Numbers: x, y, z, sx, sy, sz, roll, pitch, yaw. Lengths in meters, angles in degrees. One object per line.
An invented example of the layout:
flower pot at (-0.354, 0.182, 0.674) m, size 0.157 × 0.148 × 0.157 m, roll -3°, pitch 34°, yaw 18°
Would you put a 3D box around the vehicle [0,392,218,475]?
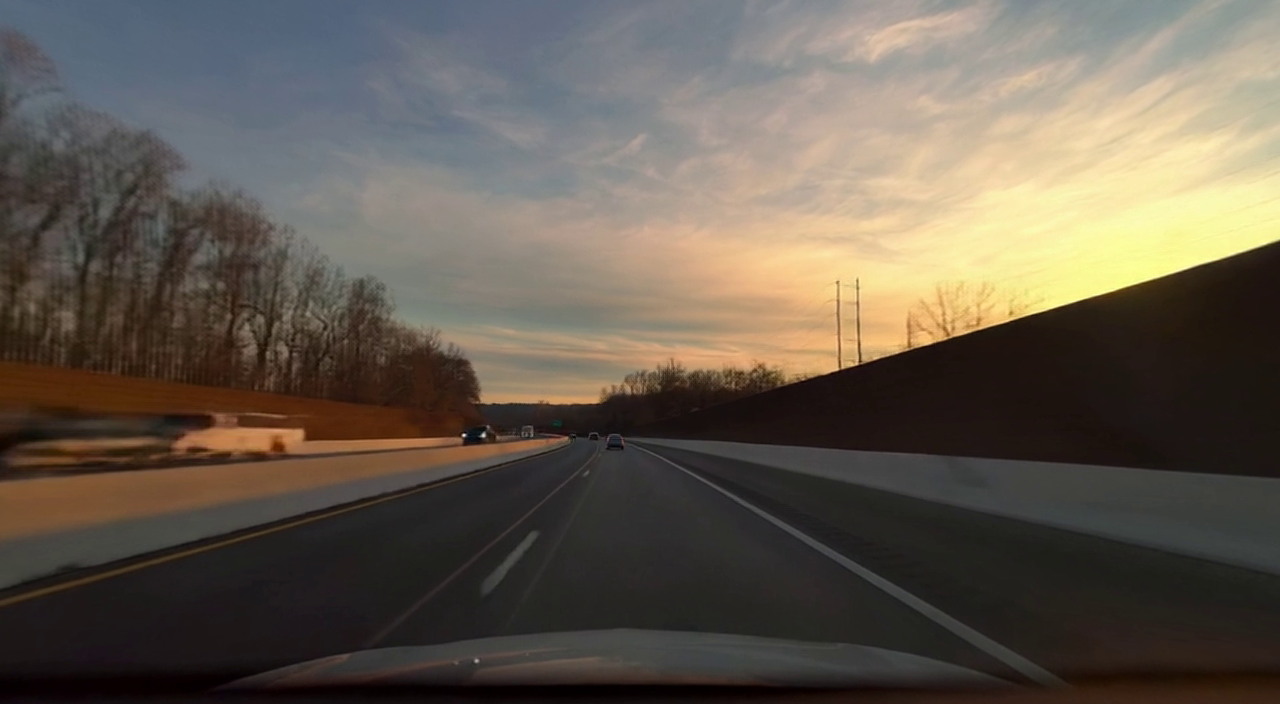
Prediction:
vehicle at (-15.027, 2.271, 18.068) m, size 2.389 × 1.895 × 4.784 m, roll 4°, pitch -6°, yaw 0°
